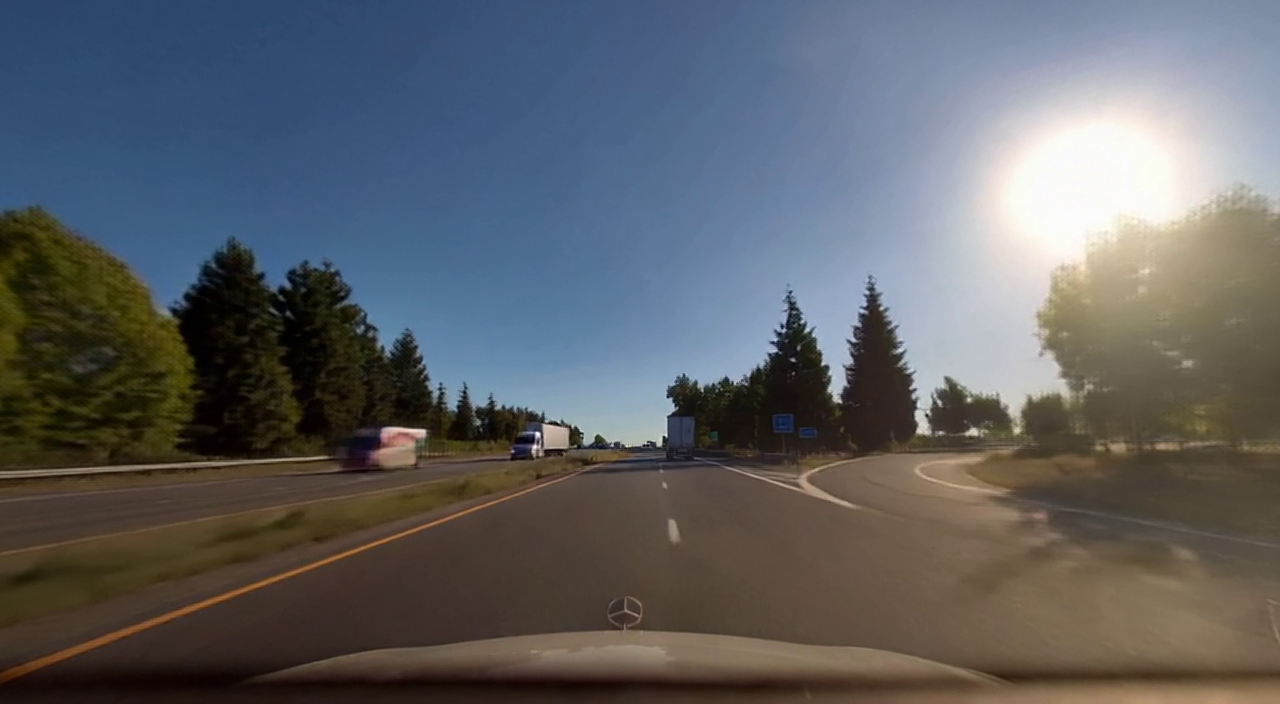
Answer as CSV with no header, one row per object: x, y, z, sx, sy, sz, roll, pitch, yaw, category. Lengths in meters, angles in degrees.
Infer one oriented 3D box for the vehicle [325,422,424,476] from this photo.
-13.424,4.998,32.426,2.317,2.481,5.878,-1,-9,3,vehicle
